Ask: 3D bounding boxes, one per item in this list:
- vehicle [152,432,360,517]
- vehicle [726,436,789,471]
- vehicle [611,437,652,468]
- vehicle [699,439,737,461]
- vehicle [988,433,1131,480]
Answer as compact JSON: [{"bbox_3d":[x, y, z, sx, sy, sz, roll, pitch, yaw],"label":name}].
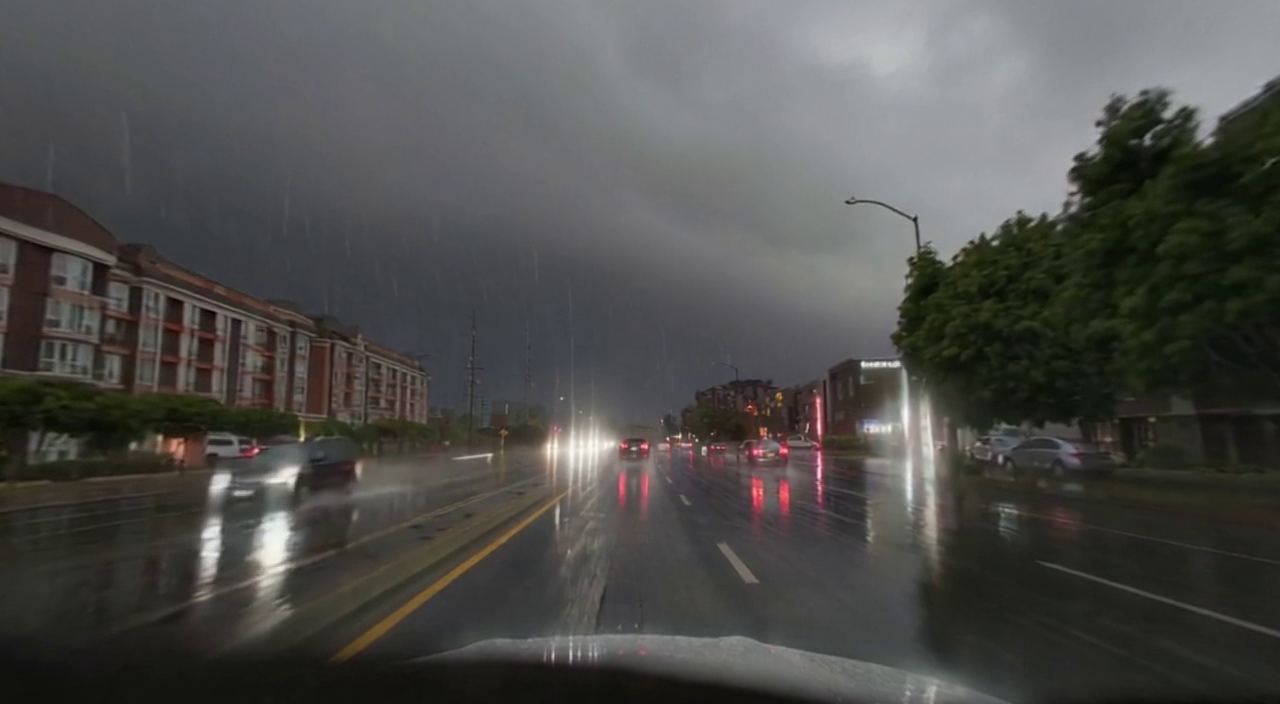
[{"bbox_3d":[-8.662,2.774,14.811,2.010,1.674,4.484,0,-9,0],"label":"vehicle"},{"bbox_3d":[5.740,5.049,31.433,2.121,1.557,4.898,0,-9,-1],"label":"vehicle"},{"bbox_3d":[-0.436,5.502,34.572,2.106,1.553,3.964,0,-9,0],"label":"vehicle"},{"bbox_3d":[5.680,7.207,46.263,2.154,1.554,4.149,1,-9,-2],"label":"vehicle"},{"bbox_3d":[15.001,3.773,22.913,2.025,1.523,4.581,0,-8,0],"label":"vehicle"}]
